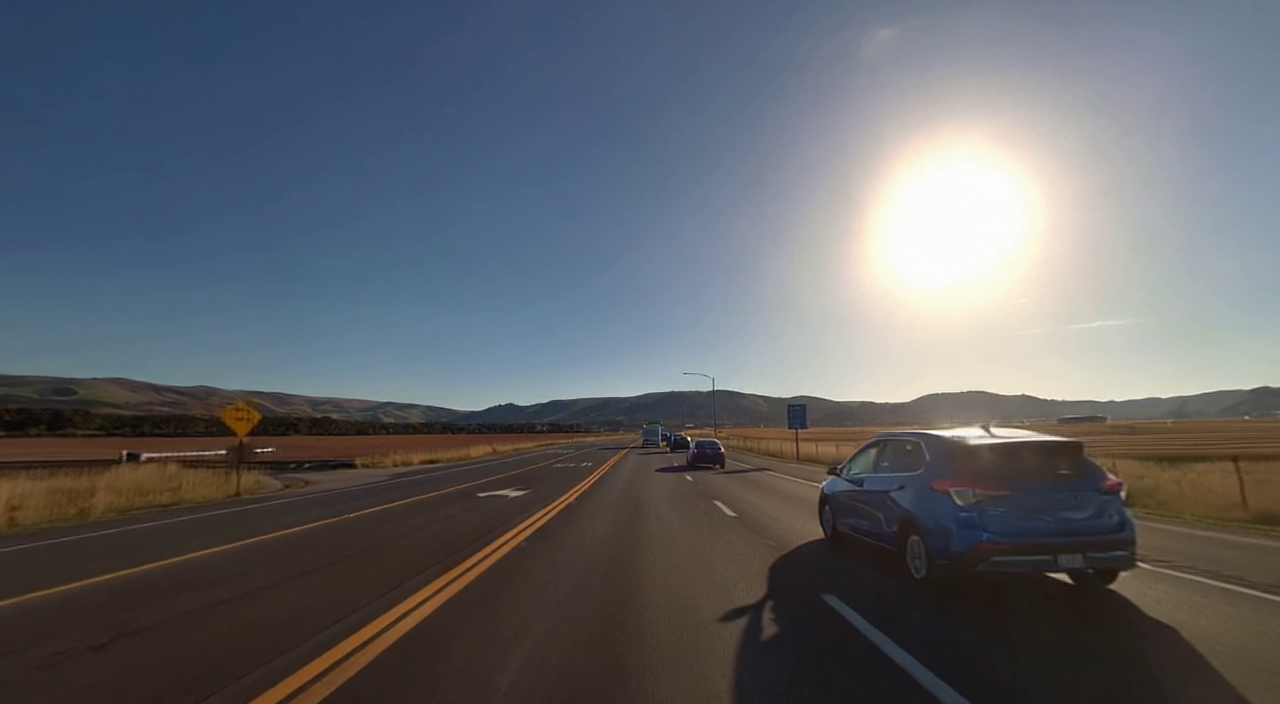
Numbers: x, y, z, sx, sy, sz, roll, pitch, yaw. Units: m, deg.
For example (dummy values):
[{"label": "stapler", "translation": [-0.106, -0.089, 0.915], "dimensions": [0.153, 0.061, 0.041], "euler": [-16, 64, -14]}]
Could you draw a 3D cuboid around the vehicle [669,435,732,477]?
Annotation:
[{"label": "vehicle", "translation": [2.375, 4.221, 25.865], "dimensions": [2.026, 1.531, 4.273], "euler": [0, -8, -2]}]

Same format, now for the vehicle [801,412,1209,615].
[{"label": "vehicle", "translation": [3.306, 1.524, 6.863], "dimensions": [2.007, 1.534, 3.976], "euler": [0, -8, 0]}]
